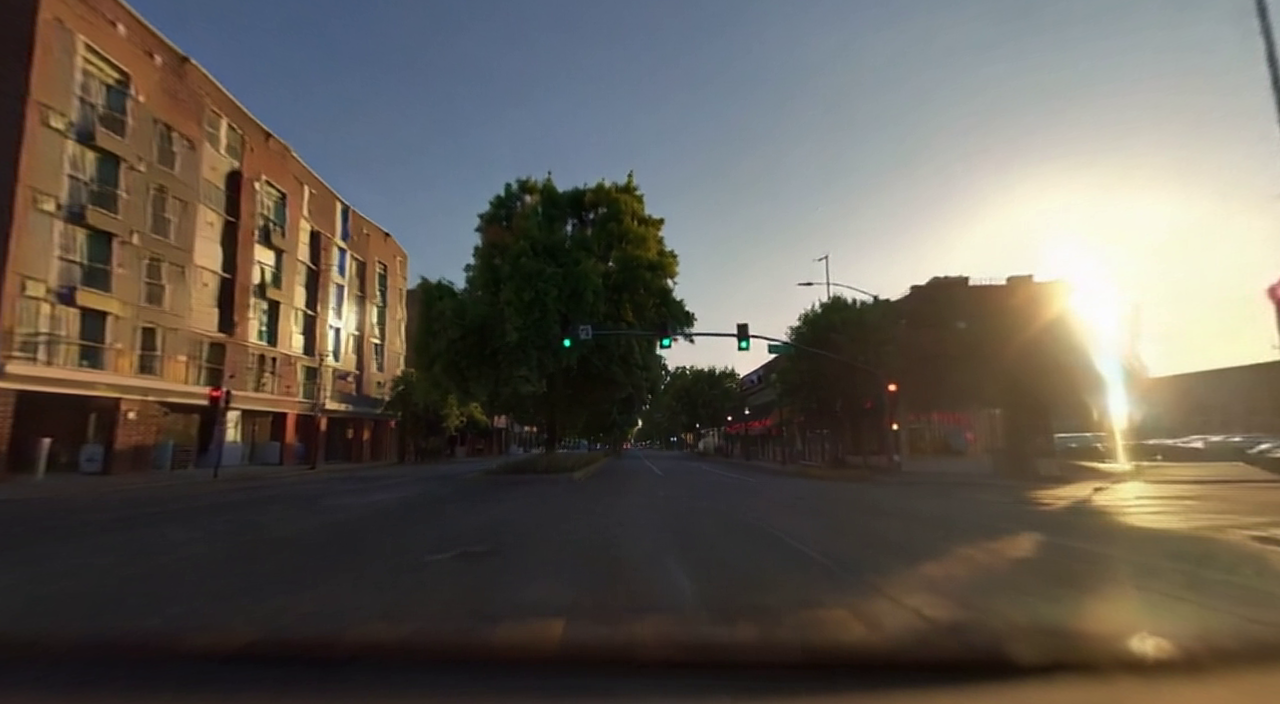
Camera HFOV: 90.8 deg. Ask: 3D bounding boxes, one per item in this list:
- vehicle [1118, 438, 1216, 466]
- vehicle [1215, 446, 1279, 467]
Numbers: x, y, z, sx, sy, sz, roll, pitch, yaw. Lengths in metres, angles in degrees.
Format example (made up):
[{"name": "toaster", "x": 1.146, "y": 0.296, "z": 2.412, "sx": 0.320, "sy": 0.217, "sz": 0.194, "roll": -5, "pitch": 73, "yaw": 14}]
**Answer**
[{"name": "vehicle", "x": 34.444, "y": 6.543, "z": 41.389, "sx": 4.520, "sy": 1.812, "sz": 2.015, "roll": 0, "pitch": -9, "yaw": 0}, {"name": "vehicle", "x": 46.709, "y": 7.977, "z": 48.279, "sx": 4.083, "sy": 1.466, "sz": 1.972, "roll": 2, "pitch": -10, "yaw": -14}]
